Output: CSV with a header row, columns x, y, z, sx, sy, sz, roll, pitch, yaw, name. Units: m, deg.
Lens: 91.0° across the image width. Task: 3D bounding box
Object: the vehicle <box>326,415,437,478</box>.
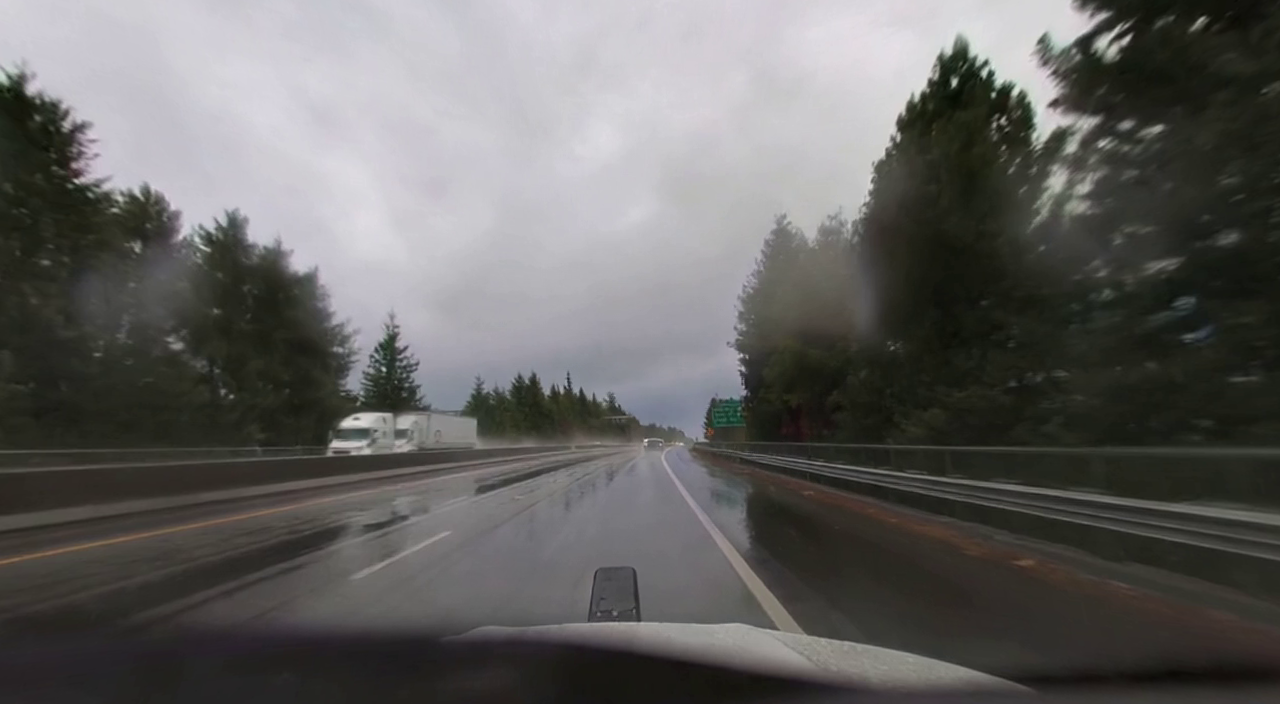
x,y,z,sx,sy,sz,roll,pitch,yaw,name
-13.002,4.814,32.344,2.658,2.881,6.434,-1,-8,3,vehicle
